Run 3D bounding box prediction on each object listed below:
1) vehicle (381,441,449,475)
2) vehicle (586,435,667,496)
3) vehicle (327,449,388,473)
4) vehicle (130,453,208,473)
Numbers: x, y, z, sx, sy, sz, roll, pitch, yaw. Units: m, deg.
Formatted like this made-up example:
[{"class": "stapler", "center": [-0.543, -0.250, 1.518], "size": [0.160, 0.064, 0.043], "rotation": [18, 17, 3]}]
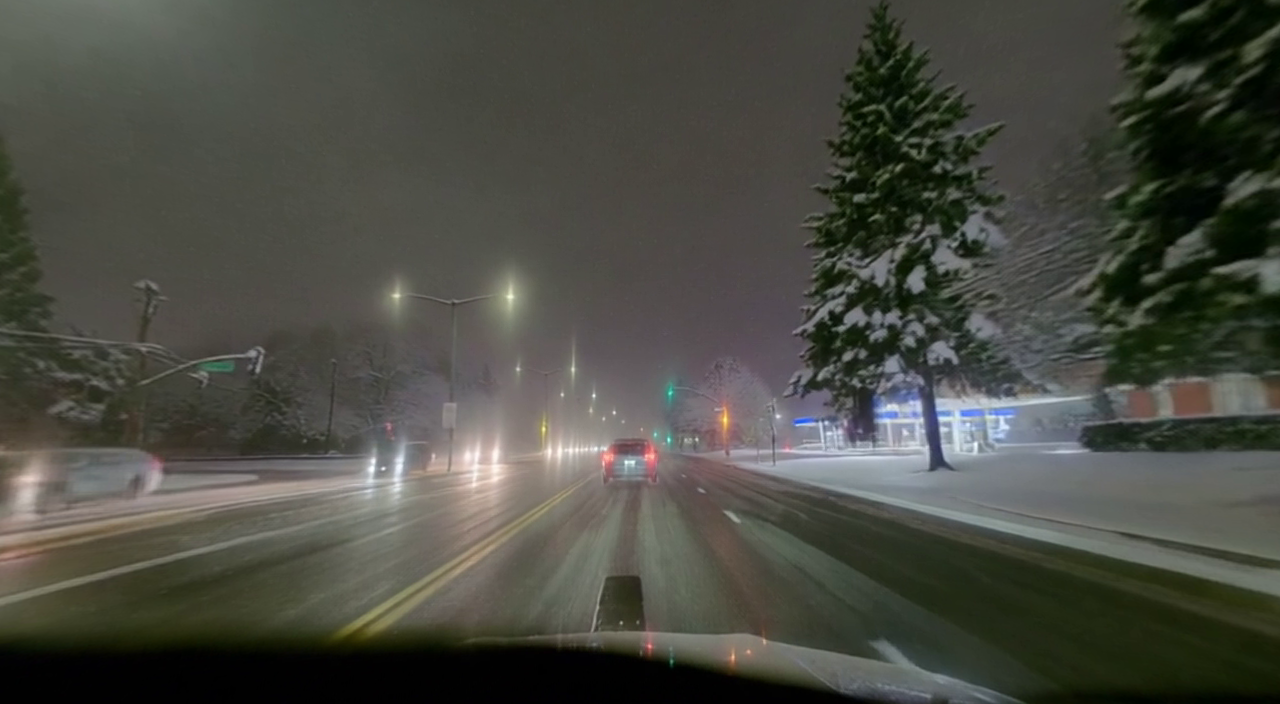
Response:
[{"class": "vehicle", "center": [-12.067, 5.708, 34.074], "size": [1.999, 1.695, 4.334], "rotation": [0, -8, 1]}, {"class": "vehicle", "center": [-0.364, 3.197, 18.210], "size": [2.062, 1.519, 4.214], "rotation": [1, -8, 0]}, {"class": "vehicle", "center": [-19.621, 7.563, 43.982], "size": [1.961, 1.504, 4.682], "rotation": [0, -8, 1]}, {"class": "vehicle", "center": [-36.927, 8.715, 49.420], "size": [4.377, 1.521, 1.965], "rotation": [2, -8, -8]}]
